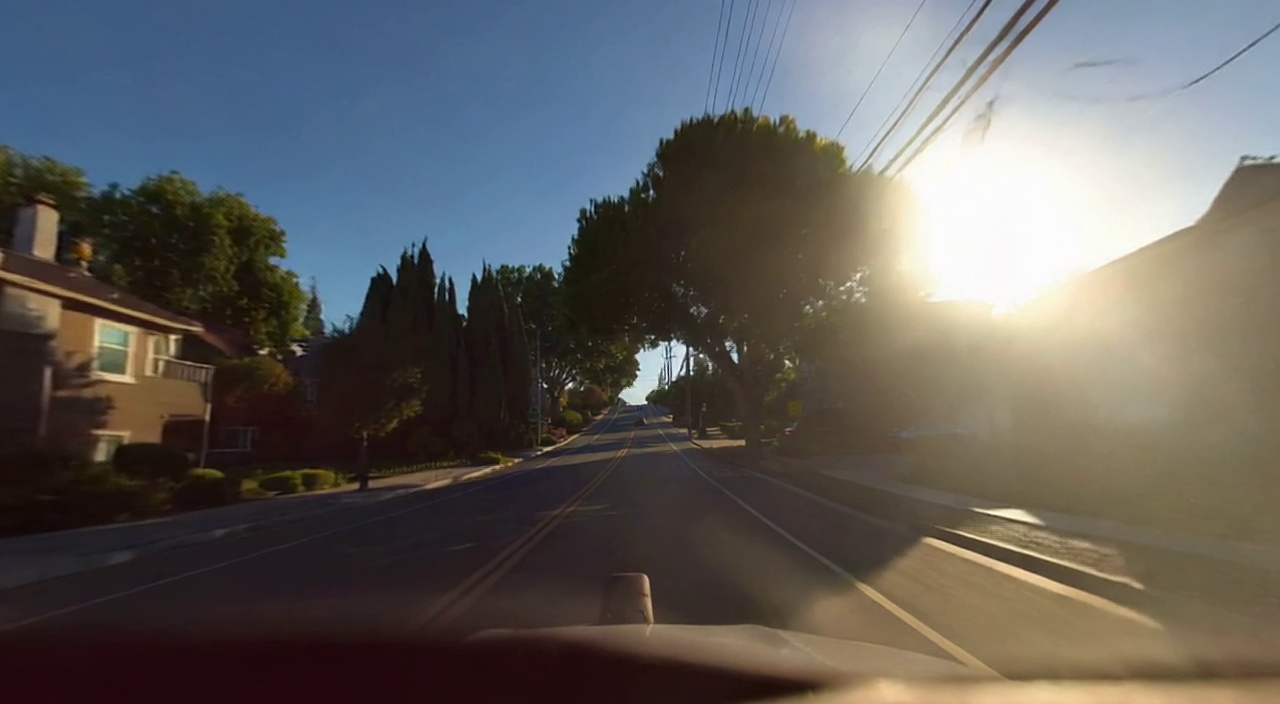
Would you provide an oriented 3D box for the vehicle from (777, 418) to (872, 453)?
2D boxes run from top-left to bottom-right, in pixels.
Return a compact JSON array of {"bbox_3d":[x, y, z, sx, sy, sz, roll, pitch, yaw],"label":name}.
[{"bbox_3d":[10.641,4.845,36.357,4.707,1.794,2.303,-7,-9,29],"label":"vehicle"}]

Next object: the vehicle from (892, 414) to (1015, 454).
[{"bbox_3d":[15.065,4.025,30.562,5.046,1.548,2.174,-7,-11,24],"label":"vehicle"}]
